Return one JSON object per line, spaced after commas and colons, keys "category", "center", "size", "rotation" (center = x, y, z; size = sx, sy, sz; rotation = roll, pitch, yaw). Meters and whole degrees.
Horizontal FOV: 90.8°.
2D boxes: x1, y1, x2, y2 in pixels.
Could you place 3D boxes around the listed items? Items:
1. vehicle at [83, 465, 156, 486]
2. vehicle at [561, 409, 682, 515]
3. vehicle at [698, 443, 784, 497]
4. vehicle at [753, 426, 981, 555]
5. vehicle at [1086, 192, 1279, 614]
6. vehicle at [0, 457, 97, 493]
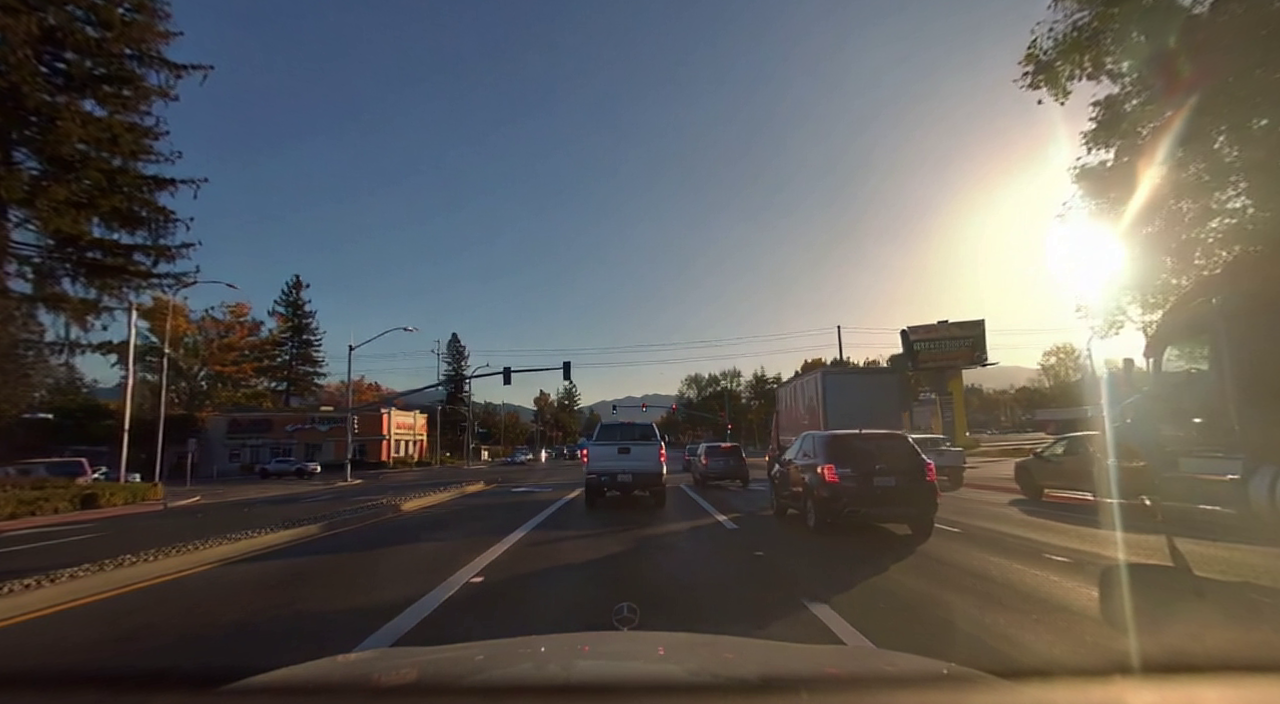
{"category": "vehicle", "center": [-37.974, 8.999, 46.095], "size": [4.150, 1.474, 1.826], "rotation": [-2, -9, 12]}
{"category": "vehicle", "center": [-0.407, 2.670, 15.766], "size": [2.499, 2.183, 5.111], "rotation": [0, -9, -1]}
{"category": "vehicle", "center": [3.061, 3.668, 20.097], "size": [1.922, 1.483, 4.436], "rotation": [0, -9, -1]}
{"category": "vehicle", "center": [3.280, 2.117, 10.435], "size": [1.905, 1.587, 4.998], "rotation": [0, -9, 0]}
{"category": "vehicle", "center": [6.495, 0.134, 3.276], "size": [2.802, 3.322, 7.429], "rotation": [0, -9, 0]}
{"category": "vehicle", "center": [-28.611, 5.879, 30.395], "size": [1.730, 1.534, 3.922], "rotation": [1, -9, -7]}
